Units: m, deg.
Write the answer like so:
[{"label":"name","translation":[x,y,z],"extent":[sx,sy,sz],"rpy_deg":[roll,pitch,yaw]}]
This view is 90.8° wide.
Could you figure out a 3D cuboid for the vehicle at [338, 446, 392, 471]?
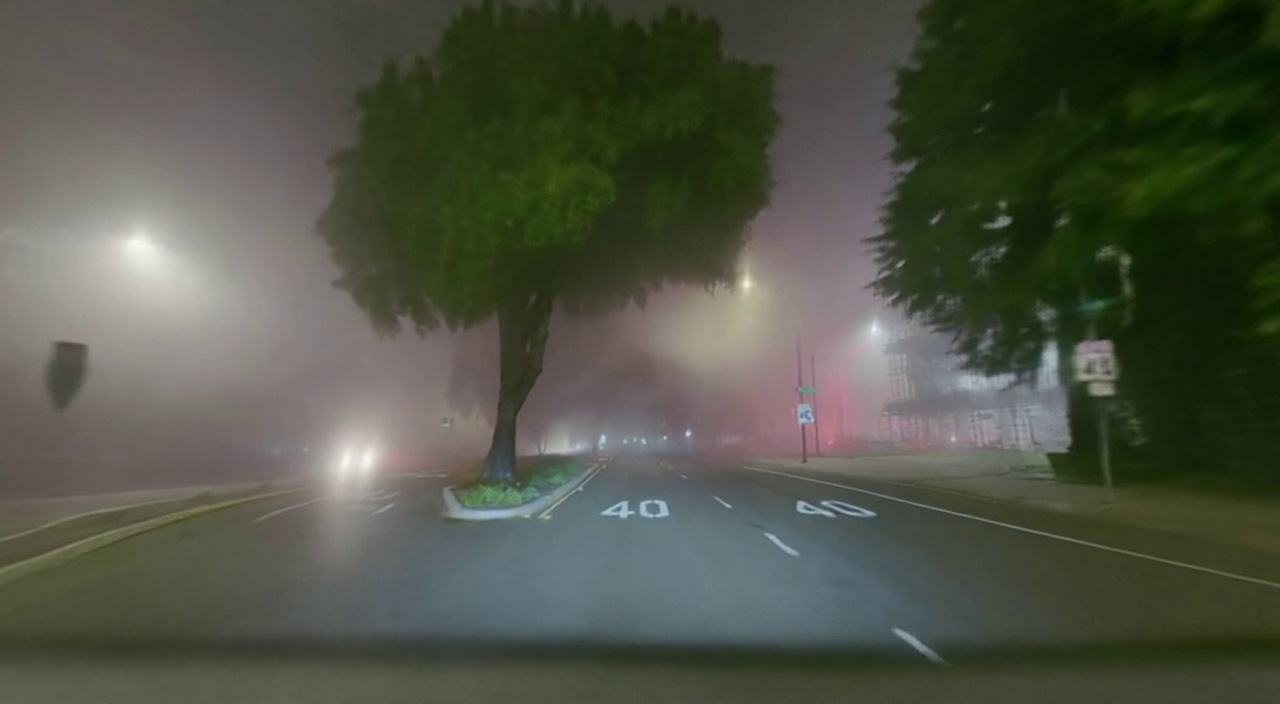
[{"label":"vehicle","translation":[-18.568,7.199,42.876],"extent":[1.877,1.557,4.423],"rpy_deg":[0,-8,-3]}]
